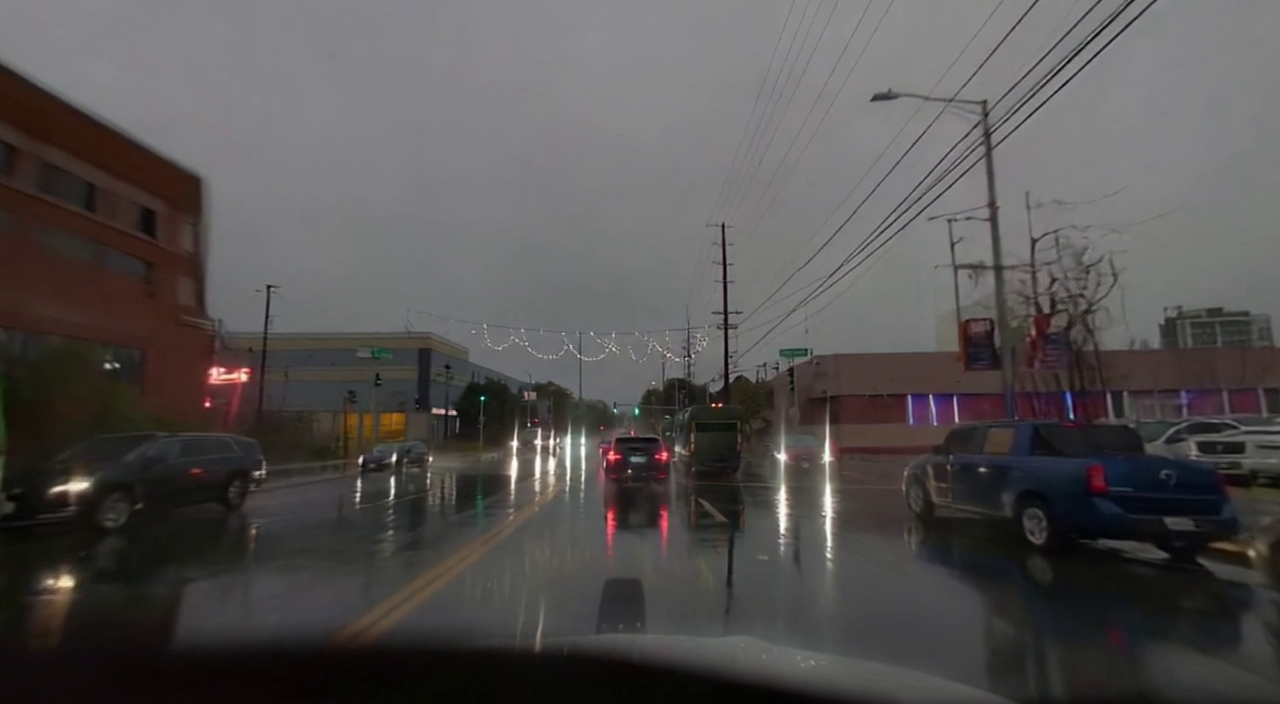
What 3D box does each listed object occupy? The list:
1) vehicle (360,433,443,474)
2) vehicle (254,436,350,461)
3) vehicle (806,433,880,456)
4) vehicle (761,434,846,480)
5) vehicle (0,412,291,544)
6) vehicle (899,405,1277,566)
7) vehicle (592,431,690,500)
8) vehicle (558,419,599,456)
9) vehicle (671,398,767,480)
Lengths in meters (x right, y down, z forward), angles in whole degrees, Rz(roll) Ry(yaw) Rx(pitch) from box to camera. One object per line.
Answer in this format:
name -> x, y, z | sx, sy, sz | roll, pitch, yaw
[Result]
vehicle -> -9.973, 4.296, 26.799 | 1.962, 1.529, 4.109 | 2, -9, -2
vehicle -> -20.949, 6.018, 39.324 | 4.877, 1.477, 1.826 | 0, -8, -2
vehicle -> 13.171, 6.042, 41.074 | 4.185, 1.419, 1.686 | 1, -9, -5
vehicle -> 5.810, 3.784, 23.016 | 1.824, 1.481, 4.057 | 0, -8, -3
vehicle -> -9.518, 2.265, 12.186 | 2.385, 1.915, 5.803 | 0, -8, -2
vehicle -> 6.048, 1.855, 9.625 | 2.079, 1.788, 4.974 | 0, -8, 0
vehicle -> -0.080, 2.776, 15.883 | 2.112, 1.464, 4.411 | 0, -8, -2
vehicle -> -4.322, 6.207, 45.720 | 2.422, 2.461, 6.043 | 0, -8, -1
vehicle -> 2.664, 3.193, 23.118 | 2.649, 2.583, 5.800 | 0, -8, -1
